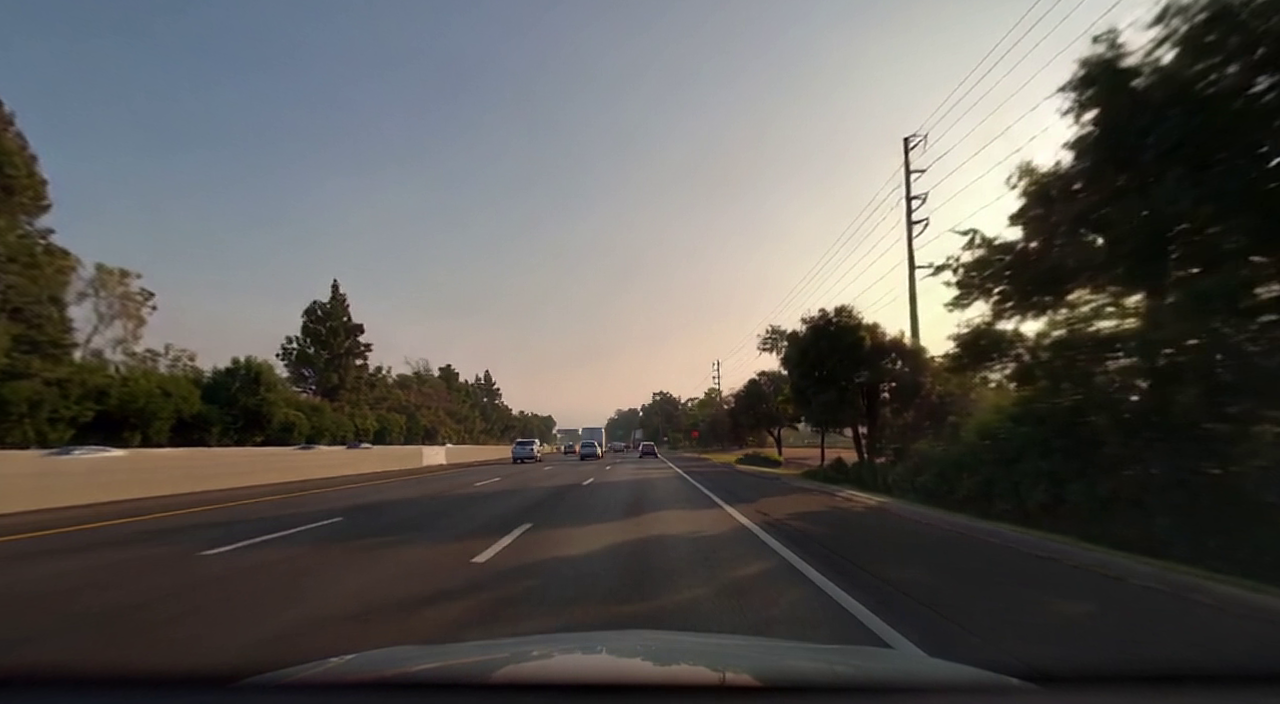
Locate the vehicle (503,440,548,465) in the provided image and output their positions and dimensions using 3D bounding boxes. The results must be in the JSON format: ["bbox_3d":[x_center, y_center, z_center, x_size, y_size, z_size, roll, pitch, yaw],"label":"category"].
[{"bbox_3d":[-7.079,6.246,39.244,1.936,1.497,4.251,0,-8,1],"label":"vehicle"}]

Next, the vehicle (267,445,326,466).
[{"bbox_3d":[-25.020,7.562,45.883,1.787,1.432,4.287,0,-8,1],"label":"vehicle"}]

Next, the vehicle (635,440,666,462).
[{"bbox_3d":[0.707,6.831,43.412,2.057,1.453,3.926,0,-8,1],"label":"vehicle"}]

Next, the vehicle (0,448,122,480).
[{"bbox_3d":[-29.219,5.626,31.831,1.901,1.468,4.681,0,-8,0],"label":"vehicle"}]

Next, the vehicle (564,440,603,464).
[{"bbox_3d":[-3.544,6.385,40.207,2.046,1.478,4.111,0,-8,1],"label":"vehicle"}]
